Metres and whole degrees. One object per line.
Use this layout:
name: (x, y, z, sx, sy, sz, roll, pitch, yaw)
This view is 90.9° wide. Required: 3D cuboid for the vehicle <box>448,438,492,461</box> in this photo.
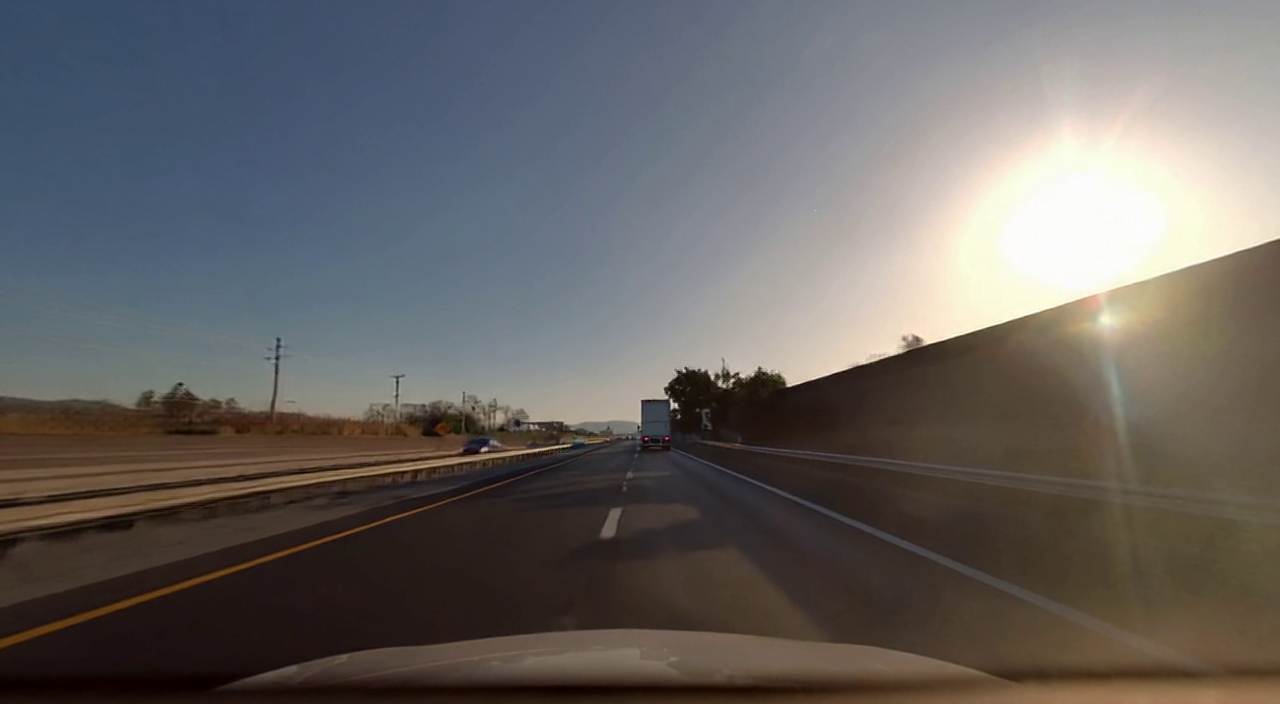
vehicle: (-12.080, 6.927, 45.143, 1.836, 1.511, 4.647, 0, -8, 0)
